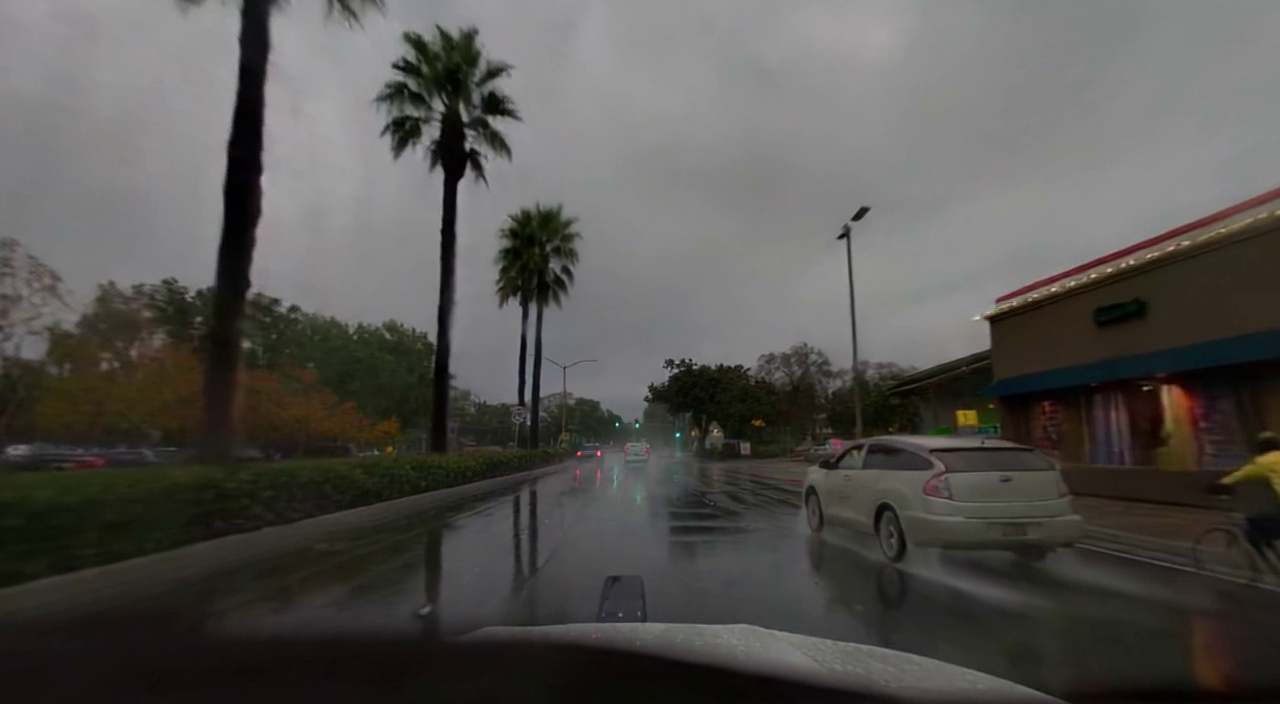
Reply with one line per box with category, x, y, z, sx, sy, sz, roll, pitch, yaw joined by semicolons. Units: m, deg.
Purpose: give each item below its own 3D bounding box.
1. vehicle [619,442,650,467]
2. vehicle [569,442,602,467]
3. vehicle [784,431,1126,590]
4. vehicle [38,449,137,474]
vehicle;-0.418;7.211;44.407;2.102;1.653;3.698;0;-9;-1
vehicle;-4.052;7.684;47.635;2.071;1.744;4.500;0;-9;0
vehicle;3.557;1.864;8.404;2.090;1.503;4.566;0;-9;-1
vehicle;-35.739;7.061;40.972;4.294;1.515;2.111;1;-9;-4
